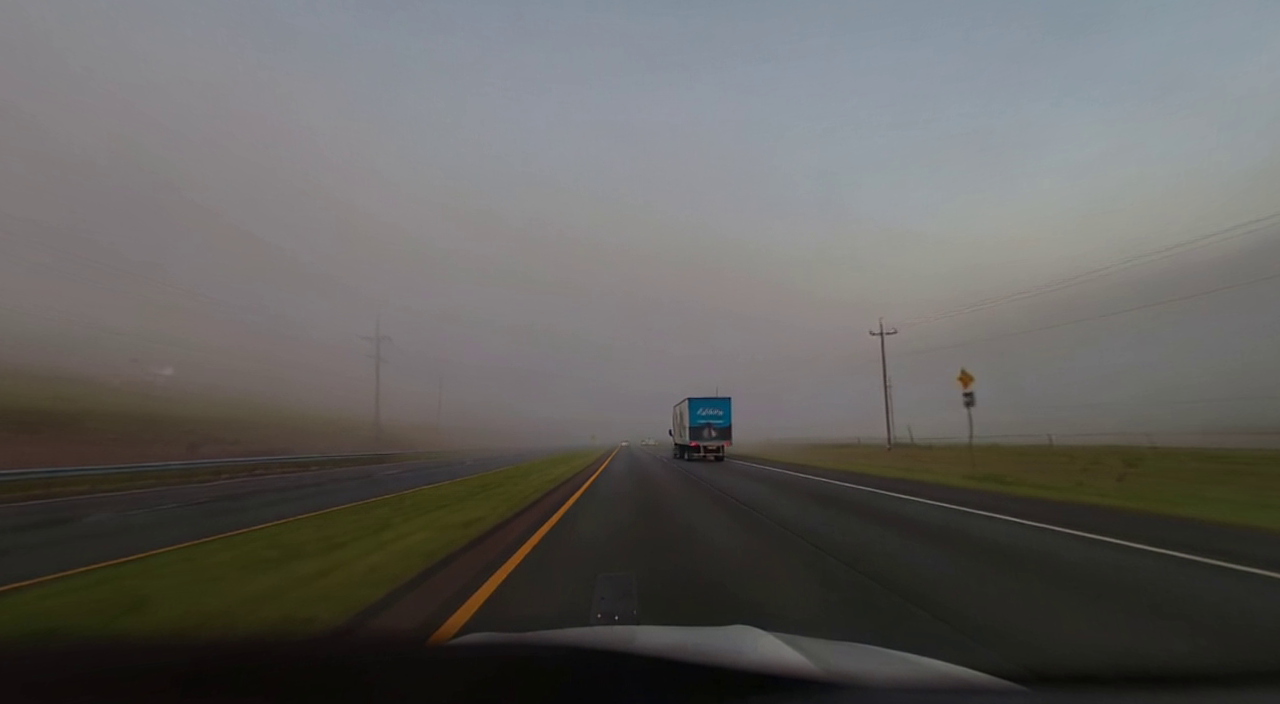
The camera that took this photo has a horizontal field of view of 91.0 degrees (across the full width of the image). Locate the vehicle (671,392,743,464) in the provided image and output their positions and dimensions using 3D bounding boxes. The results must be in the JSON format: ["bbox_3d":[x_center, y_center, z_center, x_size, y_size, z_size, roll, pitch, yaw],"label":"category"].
[{"bbox_3d":[3.671,4.559,37.077,3.037,3.672,9.136,0,-8,-1],"label":"vehicle"}]
